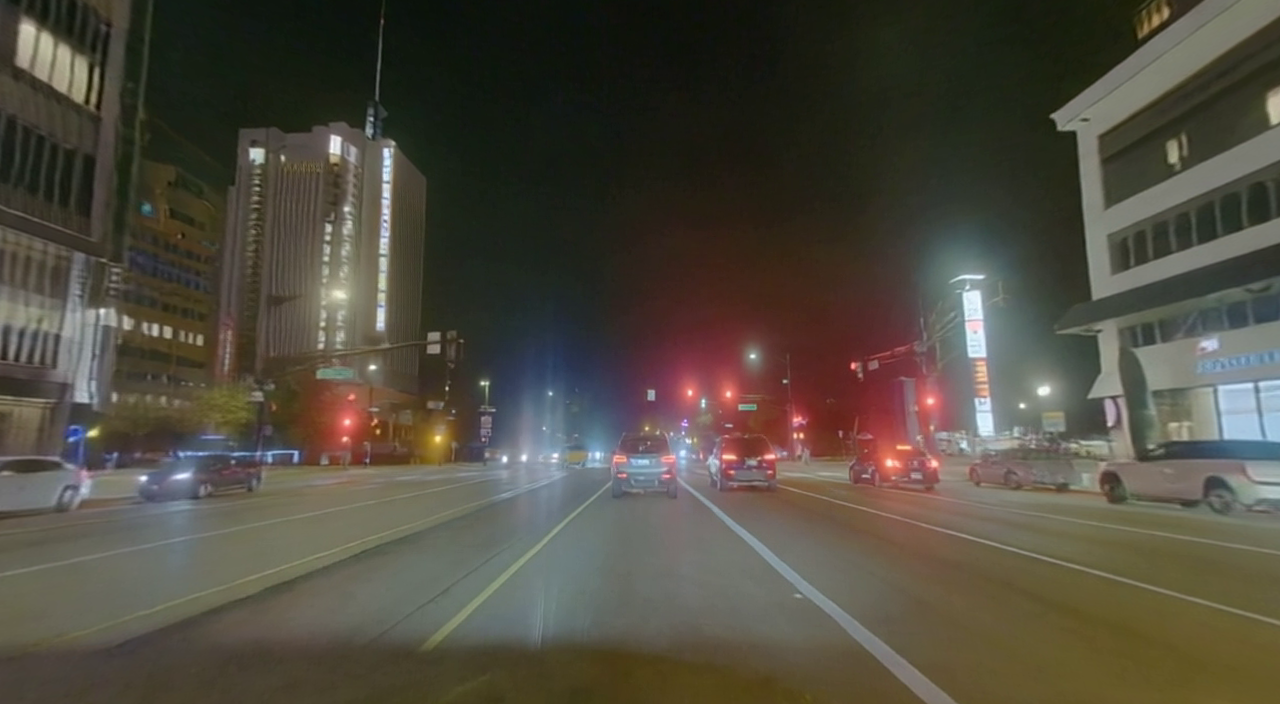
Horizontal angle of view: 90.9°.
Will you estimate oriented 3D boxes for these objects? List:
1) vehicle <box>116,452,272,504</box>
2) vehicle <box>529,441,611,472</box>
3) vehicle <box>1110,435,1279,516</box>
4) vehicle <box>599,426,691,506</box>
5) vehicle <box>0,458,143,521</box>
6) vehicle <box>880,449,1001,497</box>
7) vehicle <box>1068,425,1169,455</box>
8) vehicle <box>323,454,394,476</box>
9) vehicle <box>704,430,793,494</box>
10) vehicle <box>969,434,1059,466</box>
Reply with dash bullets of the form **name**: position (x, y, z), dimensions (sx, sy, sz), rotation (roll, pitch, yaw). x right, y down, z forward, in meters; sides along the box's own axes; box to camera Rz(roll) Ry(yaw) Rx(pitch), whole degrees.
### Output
- **vehicle**: position (-15.812, 4.443, 22.790), dimensions (2.096, 1.416, 4.885), rotation (1, -6, 0)
- **vehicle**: position (-4.483, 6.637, 40.256), dimensions (4.827, 1.856, 2.291), rotation (-5, -10, 31)
- **vehicle**: position (13.759, 2.814, 14.712), dimensions (2.022, 1.590, 4.466), rotation (-1, -10, -1)
- **vehicle**: position (0.095, 3.019, 17.161), dimensions (2.157, 1.863, 4.665), rotation (0, -9, -1)
- **vehicle**: position (-15.768, 3.459, 16.253), dimensions (1.792, 1.429, 5.161), rotation (0, -9, -2)
- **vehicle**: position (10.146, 4.083, 21.743), dimensions (1.863, 1.426, 4.494), rotation (0, -8, -1)
- **vehicle**: position (26.022, 4.868, 34.536), dimensions (1.812, 1.419, 4.725), rotation (-3, -9, 0)
- **vehicle**: position (-21.029, 8.442, 47.218), dimensions (4.317, 1.503, 1.919), rotation (0, -9, -1)
- **vehicle**: position (3.582, 3.766, 21.925), dimensions (2.115, 1.932, 5.189), rotation (0, -9, 0)
- **vehicle**: position (19.182, 5.105, 32.619), dimensions (1.735, 1.417, 4.476), rotation (-3, -9, -2)
